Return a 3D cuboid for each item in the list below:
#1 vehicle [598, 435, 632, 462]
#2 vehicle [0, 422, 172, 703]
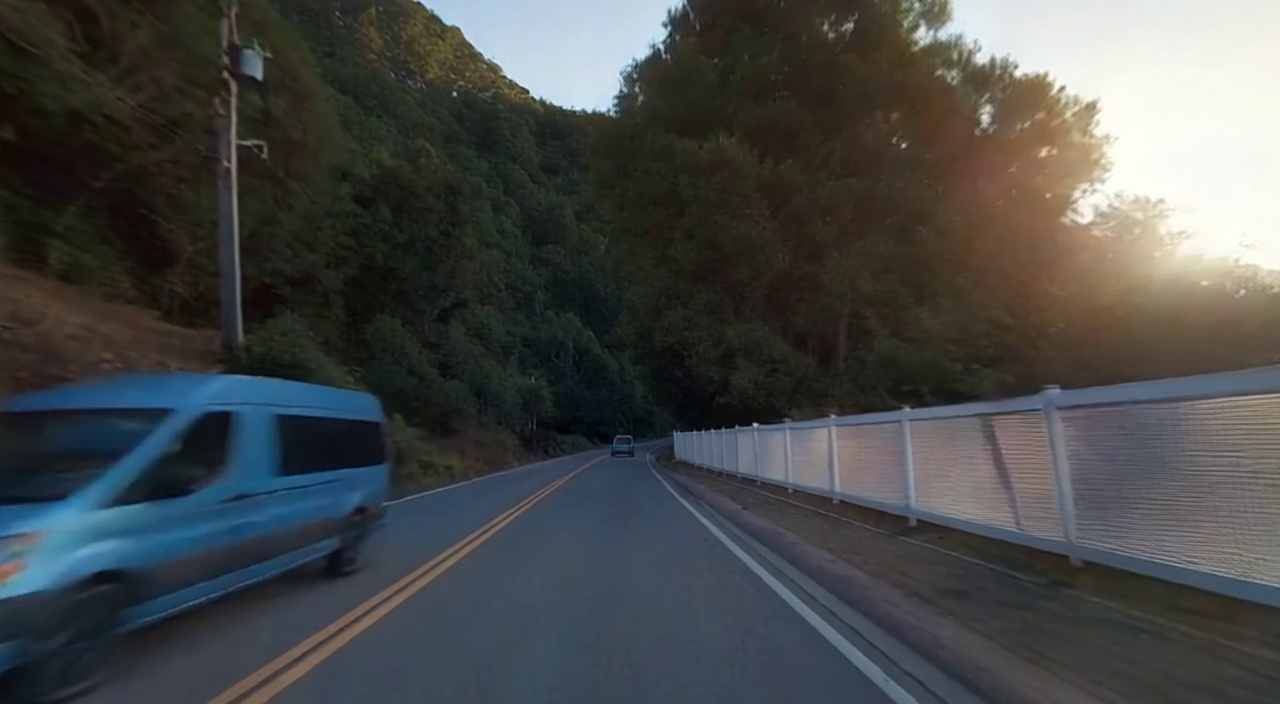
[{"bbox_3d":[-1.909,7.273,47.585,2.439,1.912,5.605,0,-8,-3],"label":"vehicle"},{"bbox_3d":[-3.815,0.877,1.391,1.964,1.530,4.808,0,-9,-1],"label":"vehicle"}]
